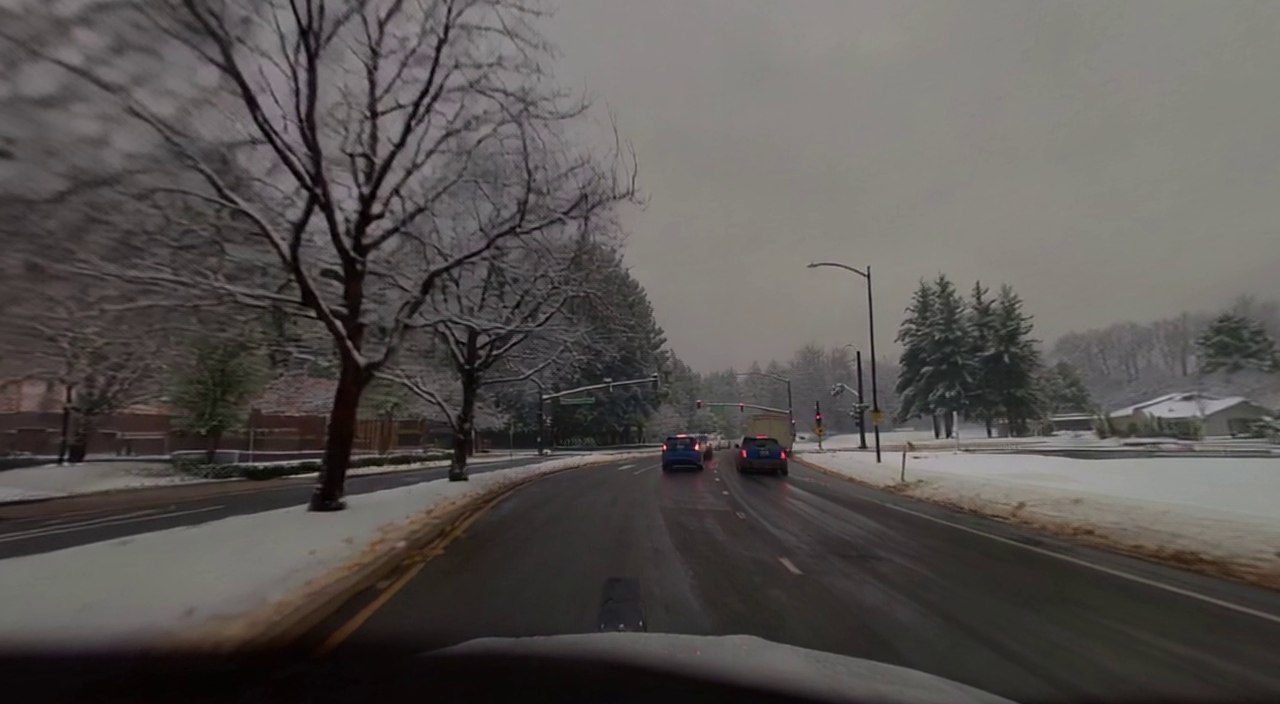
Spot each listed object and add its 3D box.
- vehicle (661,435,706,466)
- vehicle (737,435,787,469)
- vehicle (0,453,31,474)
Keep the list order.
[{"bbox_3d":[2.336,5.129,32.824,2.066,1.482,4.273,-1,-9,7],"label":"vehicle"},{"bbox_3d":[5.743,4.761,30.174,1.989,1.497,4.436,-1,-9,6],"label":"vehicle"},{"bbox_3d":[-49.925,8.705,49.387,3.757,1.518,1.854,-4,-10,27],"label":"vehicle"}]
